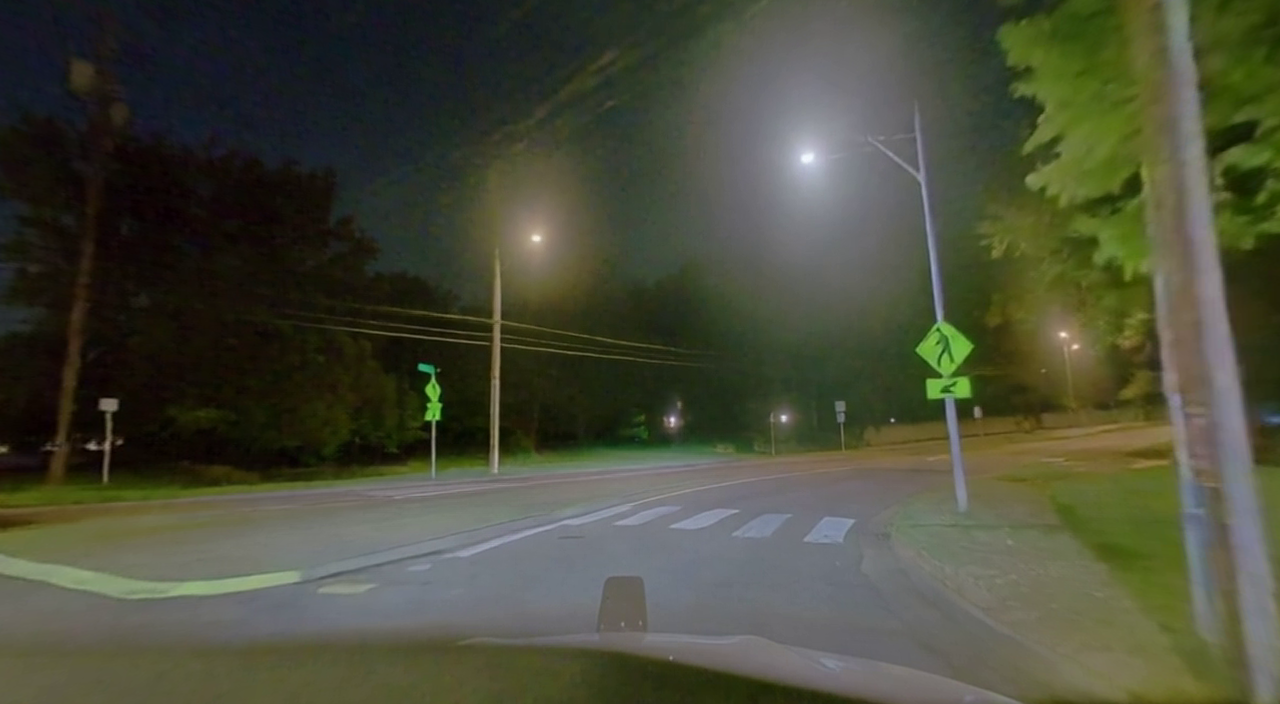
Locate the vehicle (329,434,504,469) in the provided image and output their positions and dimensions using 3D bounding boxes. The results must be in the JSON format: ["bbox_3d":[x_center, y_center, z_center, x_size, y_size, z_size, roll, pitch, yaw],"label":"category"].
[{"bbox_3d":[-17.061,7.764,49.411,2.837,2.354,12.960,-8,-11,43],"label":"vehicle"}]
